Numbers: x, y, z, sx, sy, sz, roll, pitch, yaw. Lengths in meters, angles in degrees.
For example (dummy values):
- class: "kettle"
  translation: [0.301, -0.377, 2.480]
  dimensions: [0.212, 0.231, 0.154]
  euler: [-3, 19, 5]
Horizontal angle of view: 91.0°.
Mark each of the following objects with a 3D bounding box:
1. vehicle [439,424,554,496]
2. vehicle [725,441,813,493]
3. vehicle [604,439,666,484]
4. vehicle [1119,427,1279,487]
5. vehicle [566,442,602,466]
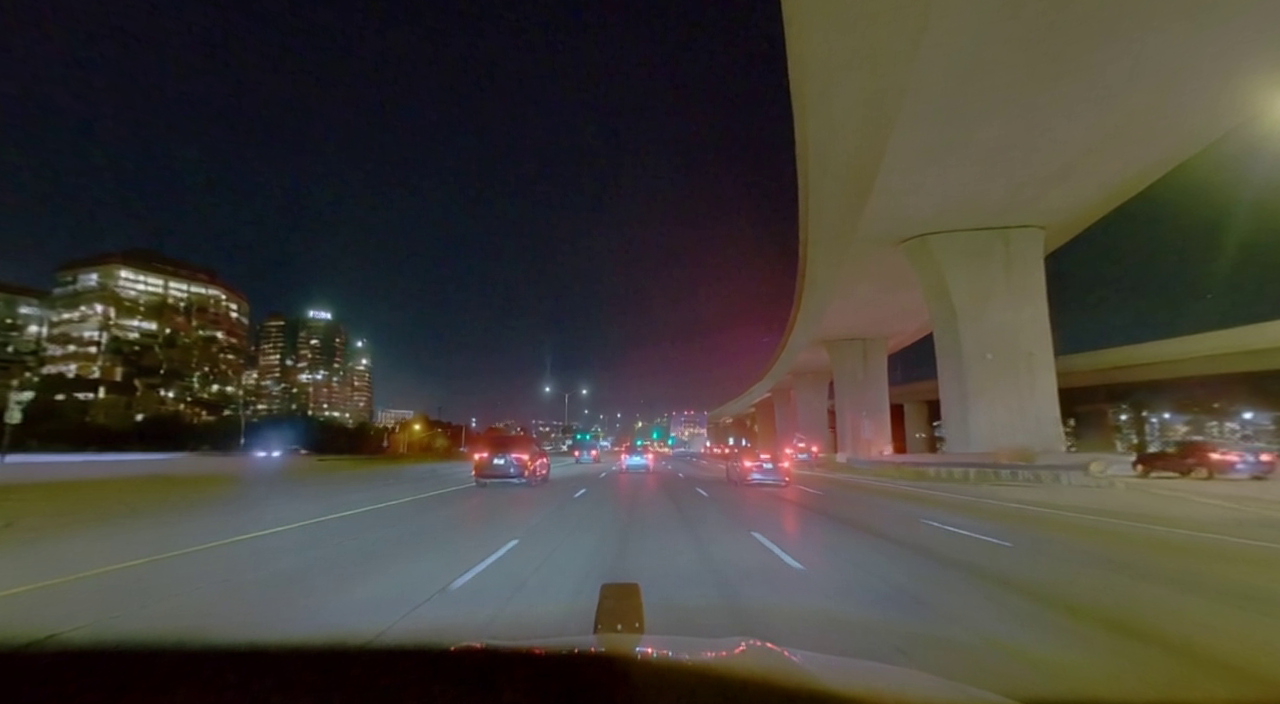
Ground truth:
- class: "vehicle"
  translation: [-3.968, 3.086, 18.371]
  dimensions: [2.142, 1.819, 4.648]
  euler: [0, -8, 1]
- class: "vehicle"
  translation: [4.046, 3.661, 20.479]
  dimensions: [1.974, 1.490, 3.994]
  euler: [0, -8, 0]
- class: "vehicle"
  translation: [-0.155, 4.034, 23.509]
  dimensions: [2.089, 1.493, 3.964]
  euler: [0, -8, 1]
- class: "vehicle"
  translation: [21.962, 3.999, 24.383]
  dimensions: [2.376, 1.988, 6.109]
  euler: [0, -8, 5]
- class: "vehicle"
  translation: [-3.594, 6.610, 40.984]
  dimensions: [1.868, 1.431, 4.055]
  euler: [0, -8, 2]
